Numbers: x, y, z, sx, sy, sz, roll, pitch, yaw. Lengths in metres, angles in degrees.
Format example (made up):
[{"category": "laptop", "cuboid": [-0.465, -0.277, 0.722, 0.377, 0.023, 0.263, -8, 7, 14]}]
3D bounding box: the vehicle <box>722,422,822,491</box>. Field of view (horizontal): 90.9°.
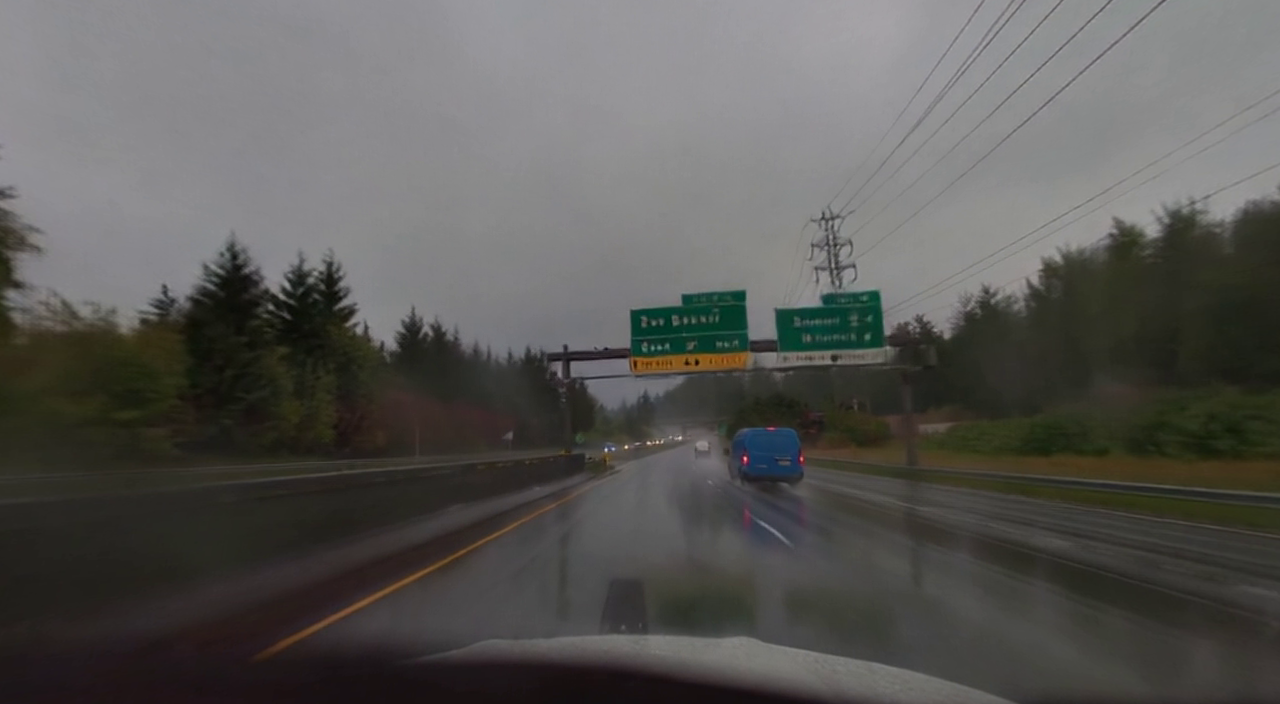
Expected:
[{"category": "vehicle", "cuboid": [4.148, 3.428, 20.795, 2.261, 1.969, 5.104, 0, -9, 1]}]
